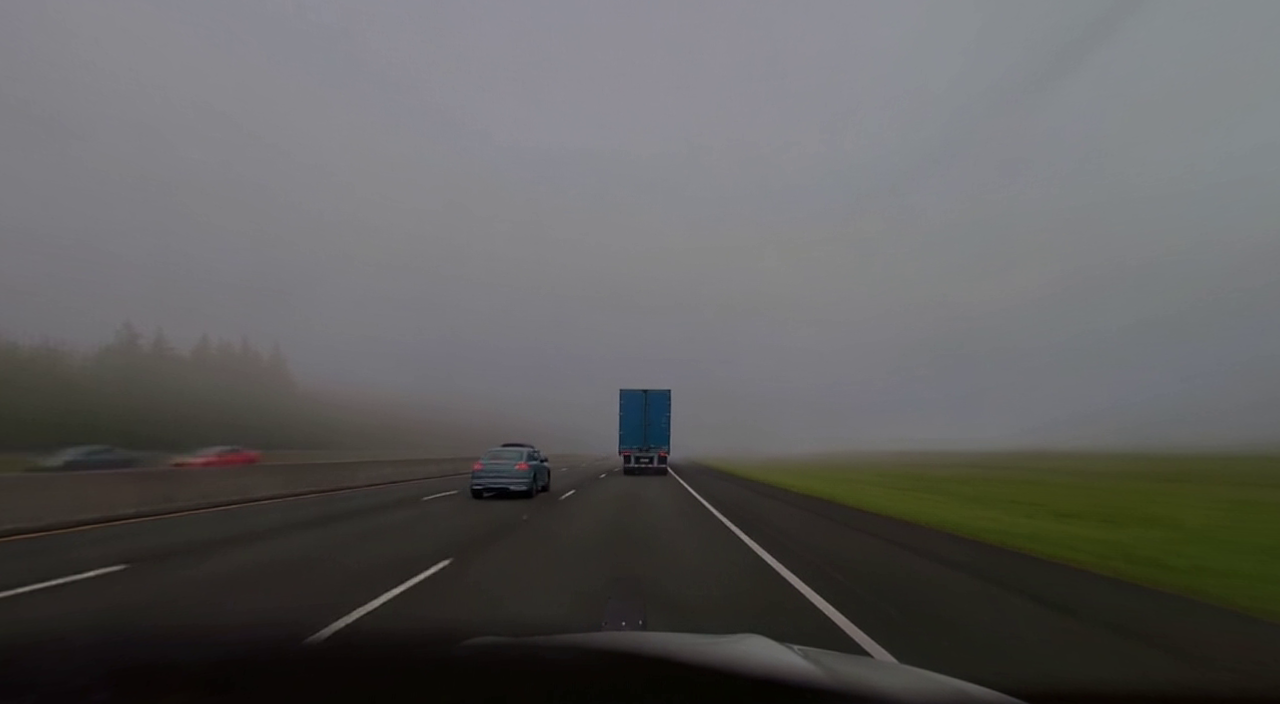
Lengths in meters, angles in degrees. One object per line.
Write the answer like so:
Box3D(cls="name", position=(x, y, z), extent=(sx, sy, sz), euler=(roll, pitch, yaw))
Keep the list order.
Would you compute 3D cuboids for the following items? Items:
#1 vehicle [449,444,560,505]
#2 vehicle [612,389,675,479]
Box3D(cls="vehicle", position=(-3.634, 3.383, 17.853), extent=(2.092, 1.465, 4.448), euler=(0, -9, 1))
Box3D(cls="vehicle", position=(0.254, 4.886, 36.527), extent=(2.851, 4.098, 14.436), euler=(-1, -9, 1))
